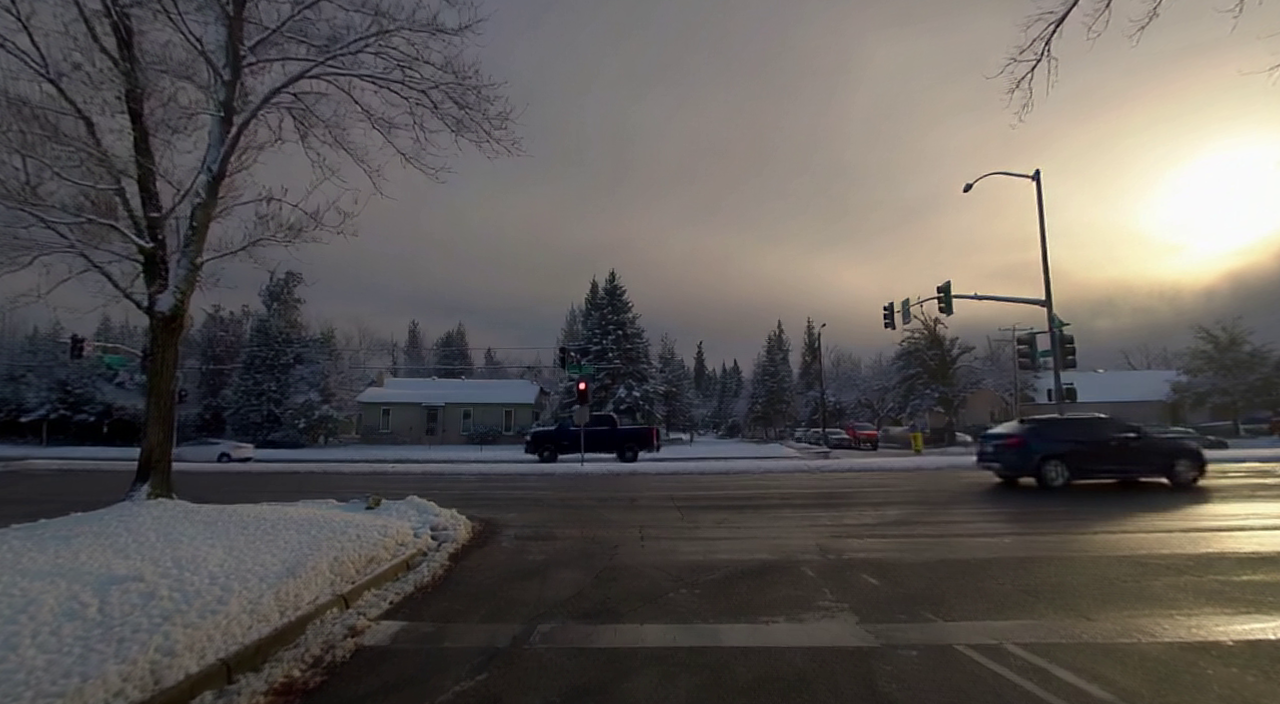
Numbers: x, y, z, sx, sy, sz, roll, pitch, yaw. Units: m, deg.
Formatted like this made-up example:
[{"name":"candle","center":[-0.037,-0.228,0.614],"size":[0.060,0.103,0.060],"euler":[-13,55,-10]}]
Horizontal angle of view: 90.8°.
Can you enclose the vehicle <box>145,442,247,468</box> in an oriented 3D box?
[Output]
[{"name":"vehicle","center":[-26.110,6.036,37.185],"size":[4.860,1.441,1.934],"euler":[-2,-8,10]}]

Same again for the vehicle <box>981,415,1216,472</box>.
[{"name":"vehicle","center":[12.638,2.576,17.789],"size":[4.836,1.445,2.057],"euler":[-2,-9,10]}]

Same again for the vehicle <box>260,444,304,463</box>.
[{"name":"vehicle","center":[-28.029,7.918,49.565],"size":[2.235,1.417,4.272],"euler":[3,-9,-19]}]

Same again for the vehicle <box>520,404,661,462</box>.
[{"name":"vehicle","center":[-2.841,4.813,37.096],"size":[7.790,3.197,2.653],"euler":[-2,-9,10]}]
